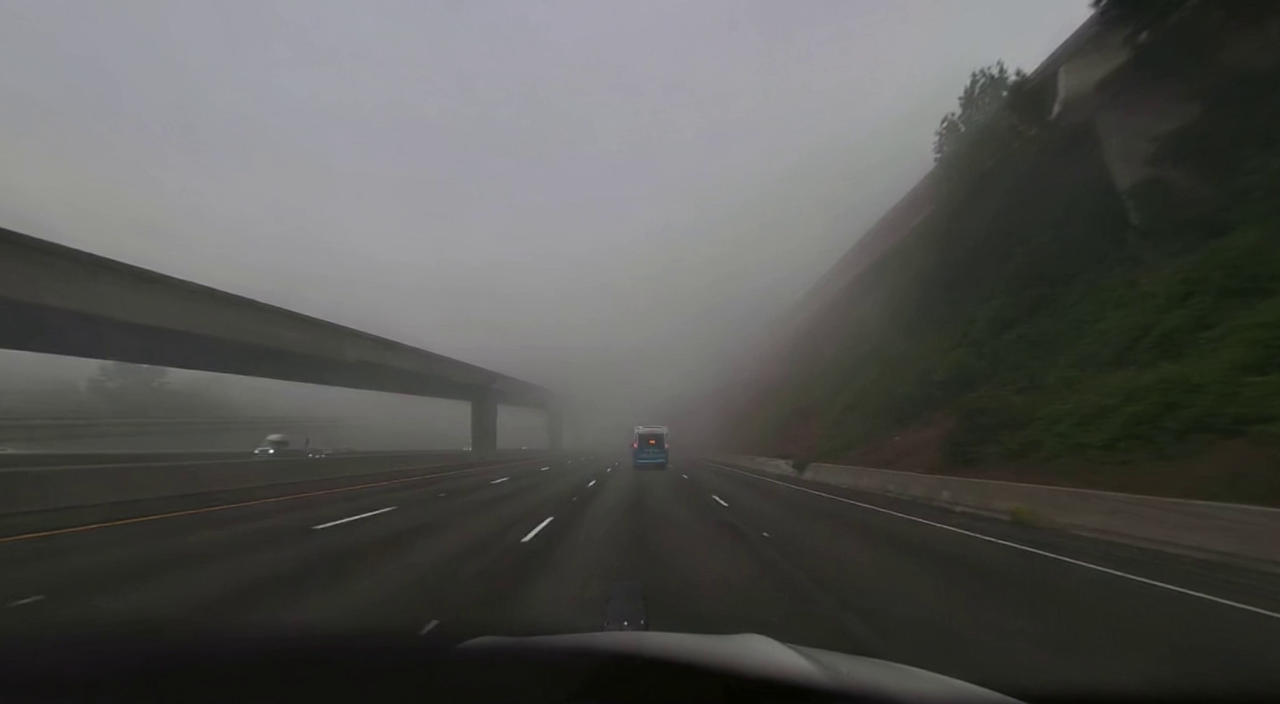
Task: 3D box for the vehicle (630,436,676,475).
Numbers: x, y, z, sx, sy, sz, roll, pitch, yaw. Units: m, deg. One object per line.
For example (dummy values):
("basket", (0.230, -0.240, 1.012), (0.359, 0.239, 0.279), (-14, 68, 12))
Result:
("vehicle", (0.550, 4.901, 30.150), (2.052, 1.711, 4.223), (0, -8, -1))
